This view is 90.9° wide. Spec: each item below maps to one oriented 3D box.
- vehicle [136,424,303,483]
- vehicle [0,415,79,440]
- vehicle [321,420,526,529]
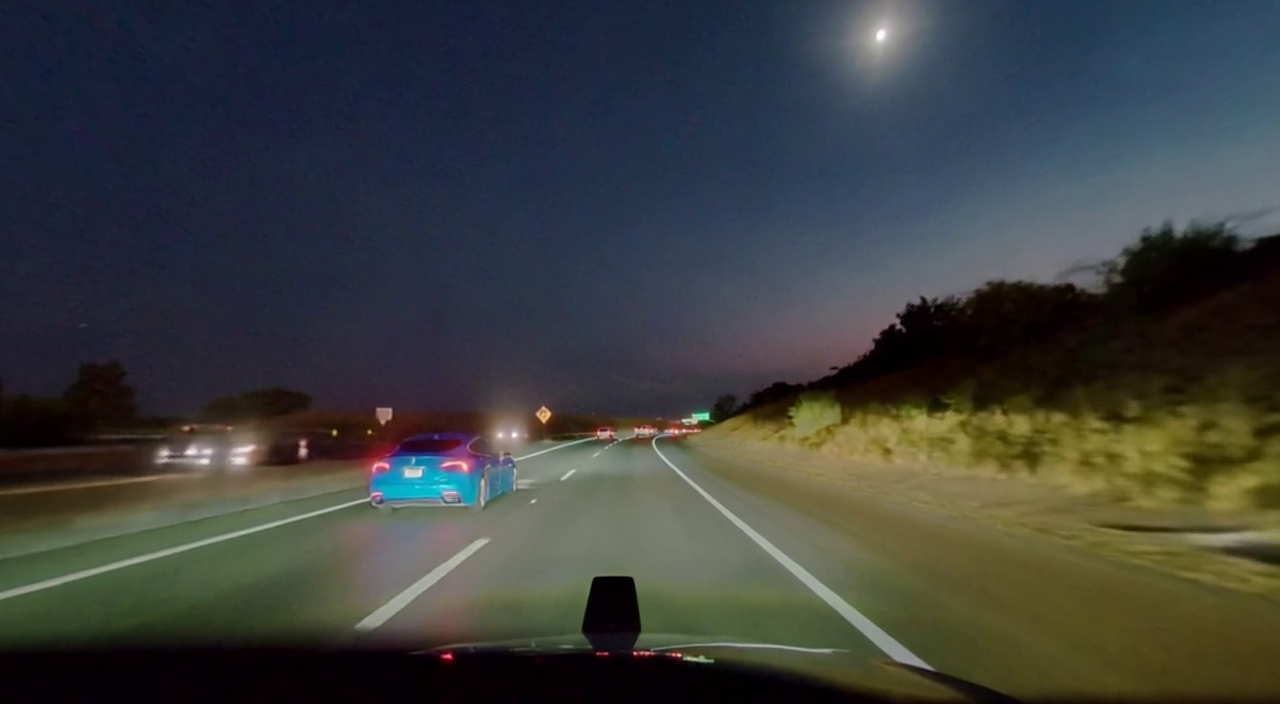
[{"bbox_3d":[-12.636,3.058,19.401,1.979,1.566,4.599,0,-8,0],"label":"vehicle"},{"bbox_3d":[-38.541,4.764,39.442,4.767,1.486,1.933,5,-9,-33],"label":"vehicle"},{"bbox_3d":[-3.550,2.081,11.436,2.108,1.555,4.574,0,-8,0],"label":"vehicle"}]
